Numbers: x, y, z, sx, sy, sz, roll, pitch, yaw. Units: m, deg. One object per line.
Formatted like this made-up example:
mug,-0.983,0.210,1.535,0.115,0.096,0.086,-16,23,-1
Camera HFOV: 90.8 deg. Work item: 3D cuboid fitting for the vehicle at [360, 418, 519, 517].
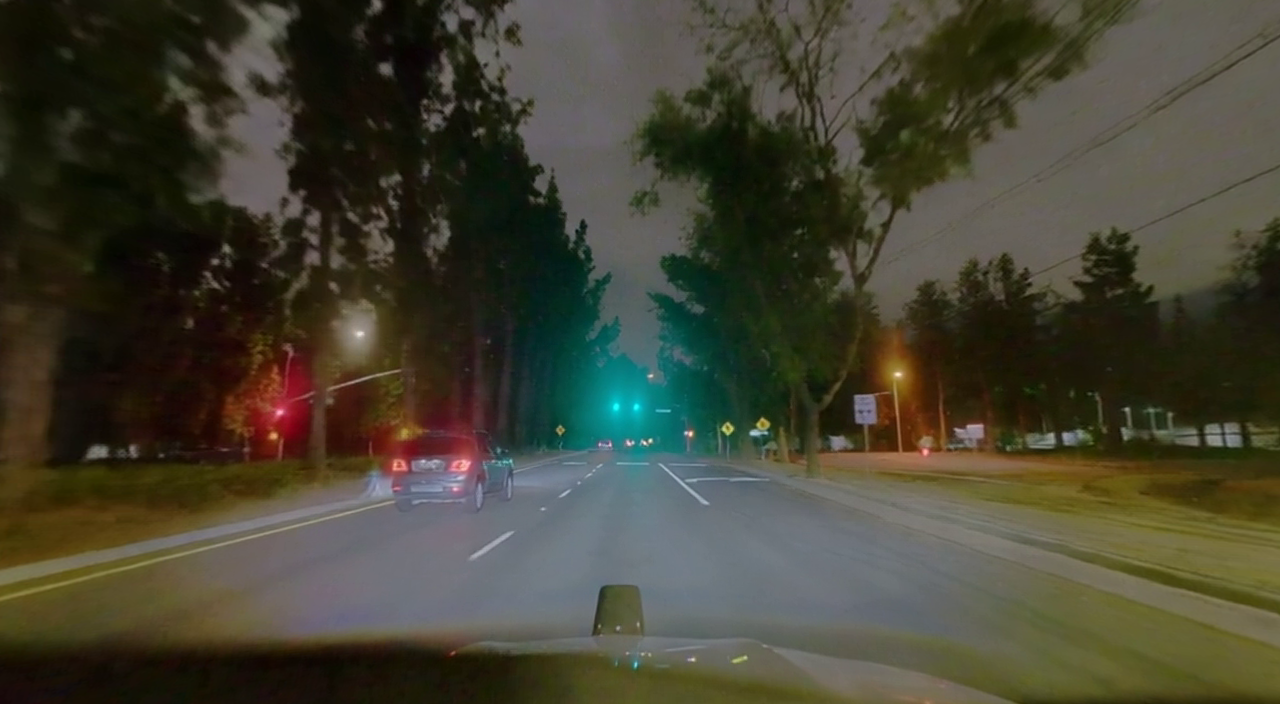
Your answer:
vehicle,-3.976,2.349,13.328,2.018,1.769,3.897,0,-8,0
